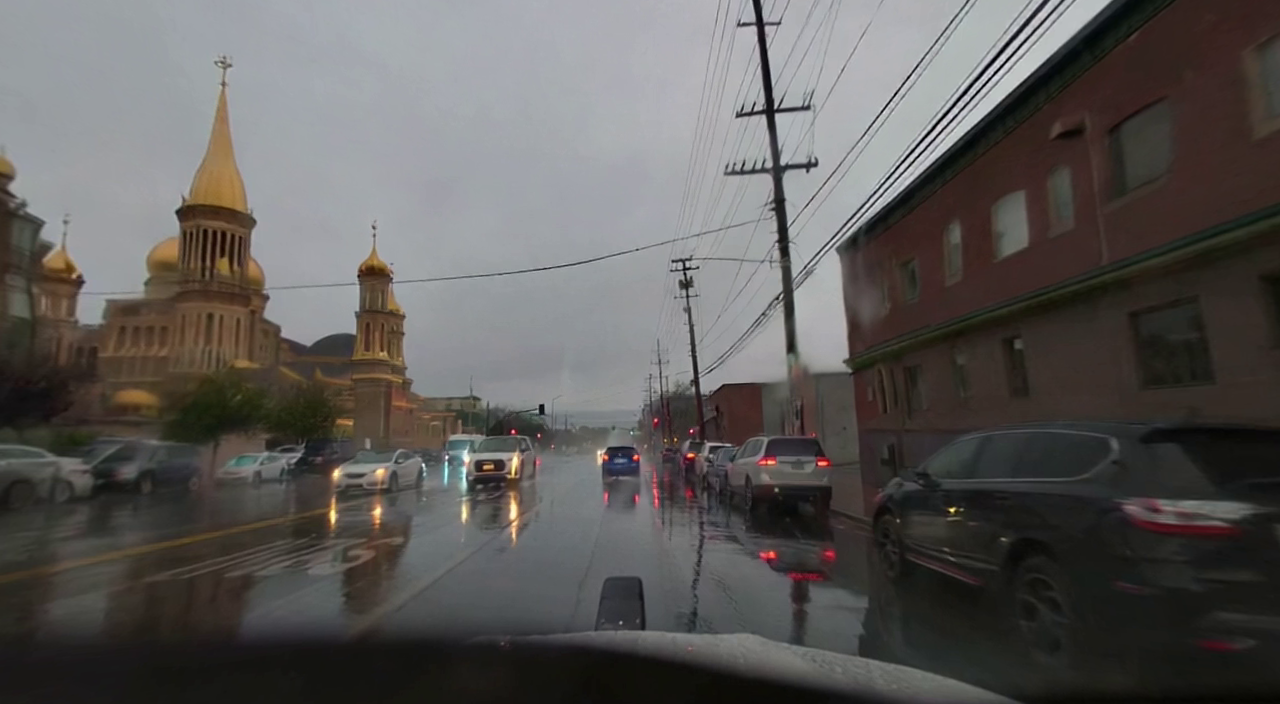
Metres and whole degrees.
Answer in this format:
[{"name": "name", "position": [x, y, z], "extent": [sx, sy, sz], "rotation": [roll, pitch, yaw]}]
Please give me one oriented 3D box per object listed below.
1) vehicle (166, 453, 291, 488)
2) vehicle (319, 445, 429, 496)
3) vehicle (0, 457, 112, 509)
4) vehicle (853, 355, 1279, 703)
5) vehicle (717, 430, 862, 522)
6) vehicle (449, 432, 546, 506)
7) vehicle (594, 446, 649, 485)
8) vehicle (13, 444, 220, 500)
[{"name": "vehicle", "position": [-19.105, 5.502, 29.473], "extent": [4.465, 1.496, 1.836], "rotation": [0, -9, 0]}, {"name": "vehicle", "position": [-9.074, 4.041, 21.972], "extent": [1.996, 1.547, 4.238], "rotation": [0, -9, -1]}, {"name": "vehicle", "position": [-19.134, 3.954, 19.315], "extent": [4.252, 1.451, 1.914], "rotation": [0, -9, 1]}, {"name": "vehicle", "position": [3.622, 1.305, 5.144], "extent": [2.133, 1.791, 4.642], "rotation": [2, -9, -1]}, {"name": "vehicle", "position": [3.382, 2.936, 15.510], "extent": [2.106, 1.750, 5.328], "rotation": [3, -9, -2]}, {"name": "vehicle", "position": [-3.716, 3.108, 17.304], "extent": [2.240, 1.731, 4.470], "rotation": [1, -9, -8]}, {"name": "vehicle", "position": [-0.699, 4.595, 26.010], "extent": [2.049, 1.453, 4.299], "rotation": [0, -9, 0]}, {"name": "vehicle", "position": [-18.653, 4.266, 22.761], "extent": [5.376, 1.885, 2.218], "rotation": [0, -9, -1]}]
